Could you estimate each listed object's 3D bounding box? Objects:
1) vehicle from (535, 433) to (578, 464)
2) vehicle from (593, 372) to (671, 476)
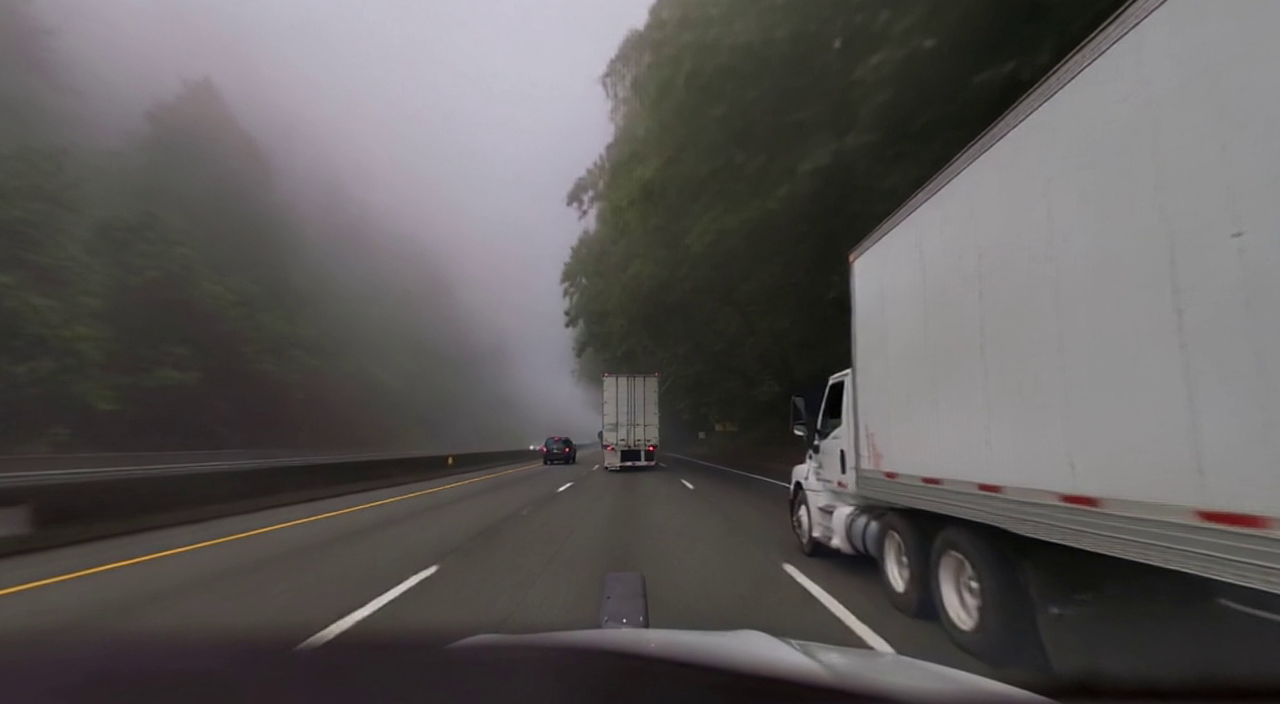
[{"bbox_3d":[-5.058,5.904,38.740,2.086,1.778,4.544,0,-8,0],"label":"vehicle"},{"bbox_3d":[-0.421,3.472,29.341,2.969,3.957,10.270,0,-8,-1],"label":"vehicle"}]
